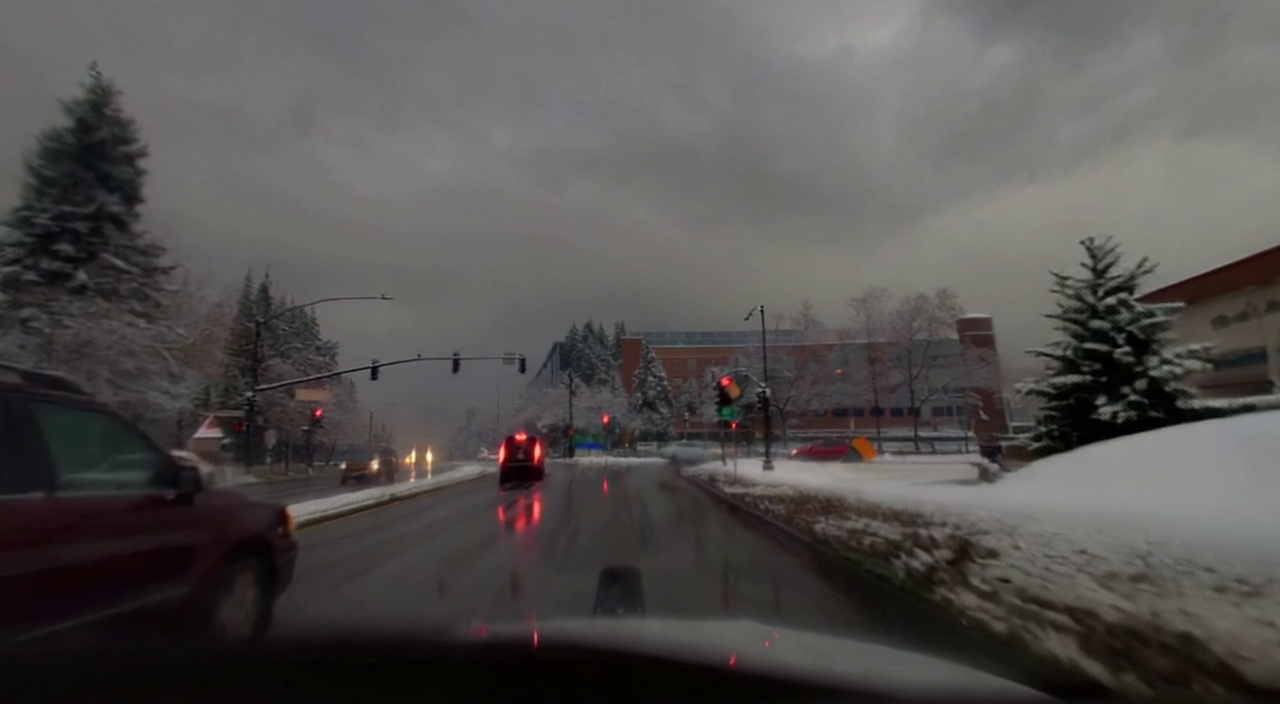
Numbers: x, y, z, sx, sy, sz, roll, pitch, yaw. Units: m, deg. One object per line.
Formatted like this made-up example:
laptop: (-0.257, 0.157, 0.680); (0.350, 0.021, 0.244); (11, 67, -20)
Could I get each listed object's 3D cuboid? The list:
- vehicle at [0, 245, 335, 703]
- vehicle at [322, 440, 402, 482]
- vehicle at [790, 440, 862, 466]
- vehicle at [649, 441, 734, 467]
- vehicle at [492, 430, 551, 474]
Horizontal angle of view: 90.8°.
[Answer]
vehicle: (-3.437, 0.491, 1.543); (2.509, 1.885, 5.831); (0, -9, -1)
vehicle: (-11.654, 4.579, 26.796); (1.925, 1.631, 4.250); (1, -9, -7)
vehicle: (13.554, 7.280, 45.924); (4.857, 1.803, 2.147); (-3, -8, 19)
vehicle: (3.454, 6.797, 42.393); (5.257, 1.627, 2.161); (-4, -10, 27)
vehicle: (-5.236, 4.534, 28.655); (2.134, 1.799, 5.082); (1, -9, -5)
